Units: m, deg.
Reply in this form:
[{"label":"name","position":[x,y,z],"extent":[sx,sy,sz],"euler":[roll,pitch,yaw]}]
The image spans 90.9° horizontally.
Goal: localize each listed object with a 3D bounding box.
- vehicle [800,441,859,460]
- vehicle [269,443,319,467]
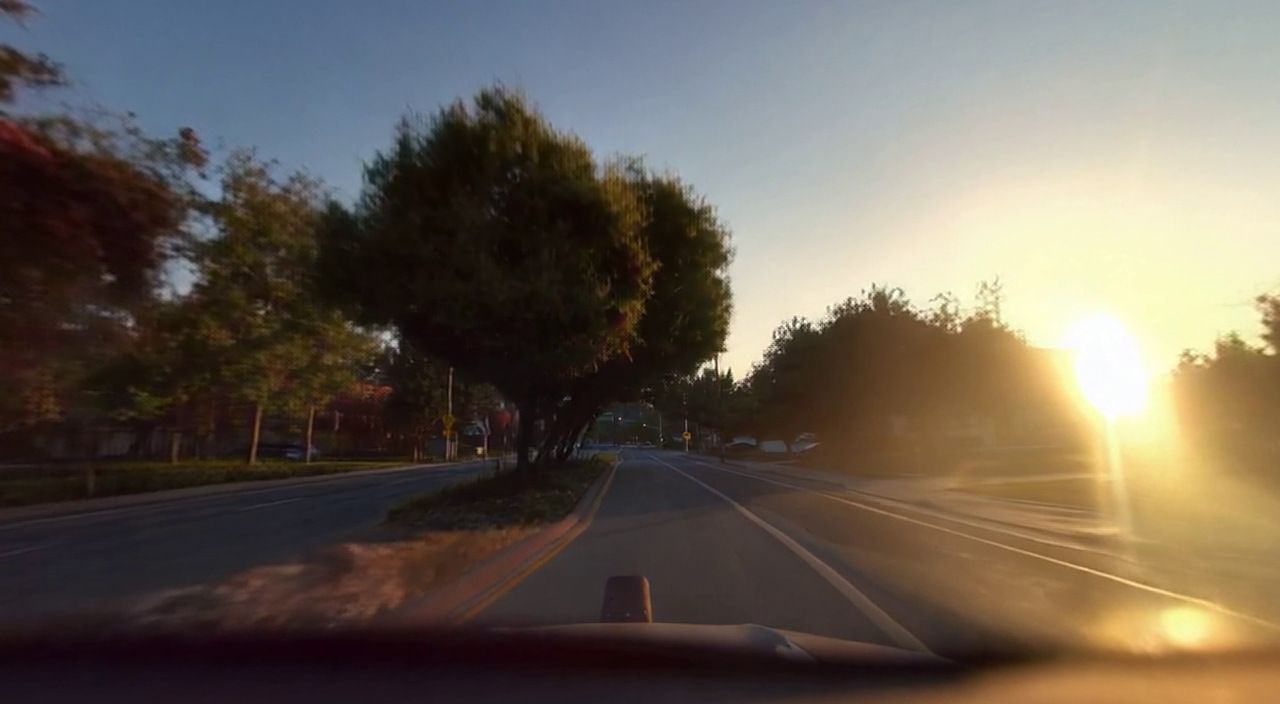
[{"label":"vehicle","position":[14.723,7.650,49.037],"extent":[4.253,1.397,1.717],"euler":[-3,-9,17]},{"label":"vehicle","position":[-25.051,7.490,45.825],"extent":[1.958,1.668,4.701],"euler":[3,-9,-14]}]
